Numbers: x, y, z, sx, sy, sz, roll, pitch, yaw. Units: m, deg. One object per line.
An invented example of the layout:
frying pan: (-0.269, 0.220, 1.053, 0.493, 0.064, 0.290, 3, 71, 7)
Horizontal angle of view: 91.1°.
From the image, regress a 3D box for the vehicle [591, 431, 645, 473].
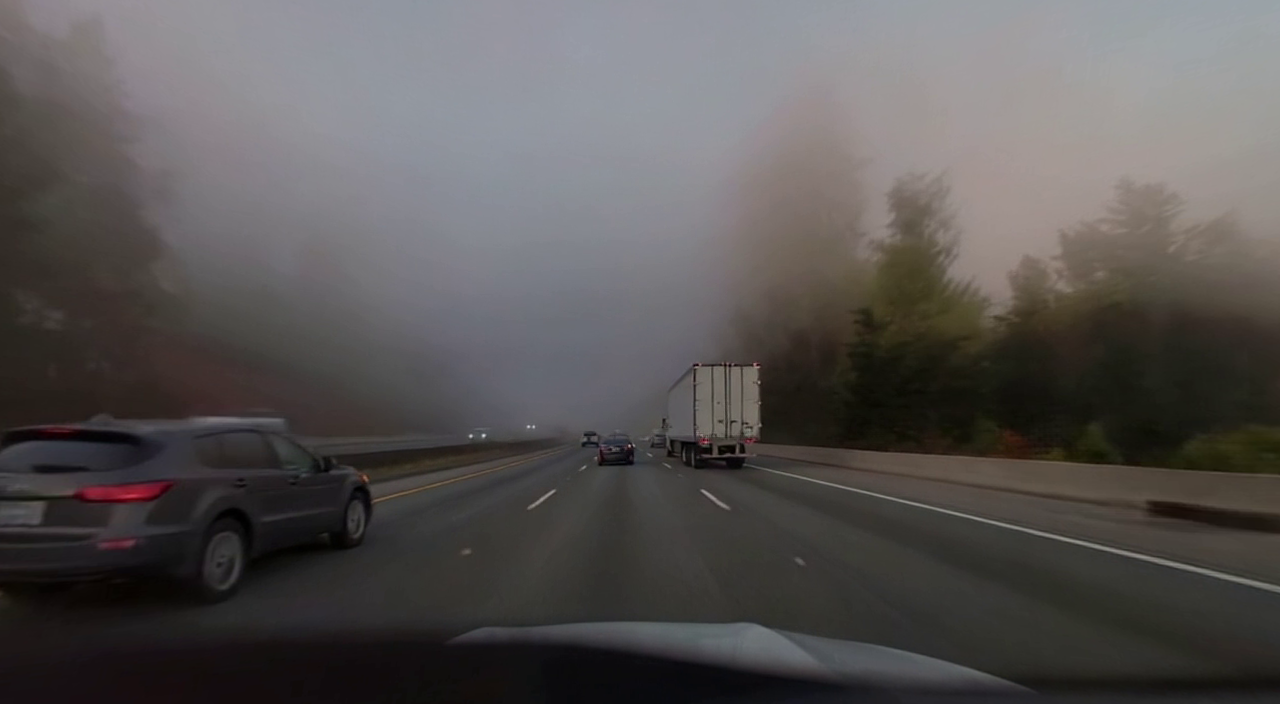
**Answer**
vehicle: (-0.868, 4.059, 25.668, 2.048, 1.563, 4.087, 0, -8, -1)

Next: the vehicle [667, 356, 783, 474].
vehicle: (3.279, 3.189, 29.278, 2.946, 4.111, 14.652, 0, -8, -2)

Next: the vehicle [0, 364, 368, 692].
vehicle: (-4.497, 1.222, 5.365, 2.264, 1.699, 4.648, 0, -8, 0)
